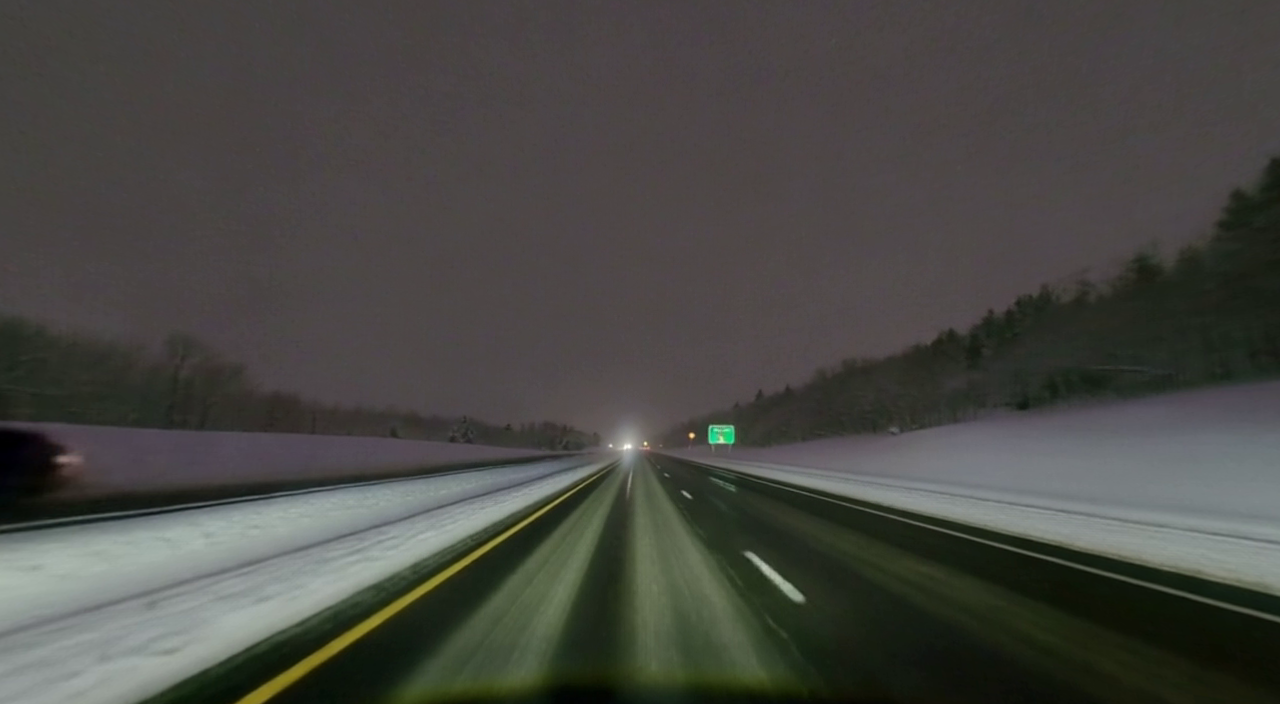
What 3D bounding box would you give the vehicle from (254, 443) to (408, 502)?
[{"bbox_3d":[-8.473,3.321,17.865,2.136,1.442,4.377,0,-9,0],"label":"vehicle"}]
